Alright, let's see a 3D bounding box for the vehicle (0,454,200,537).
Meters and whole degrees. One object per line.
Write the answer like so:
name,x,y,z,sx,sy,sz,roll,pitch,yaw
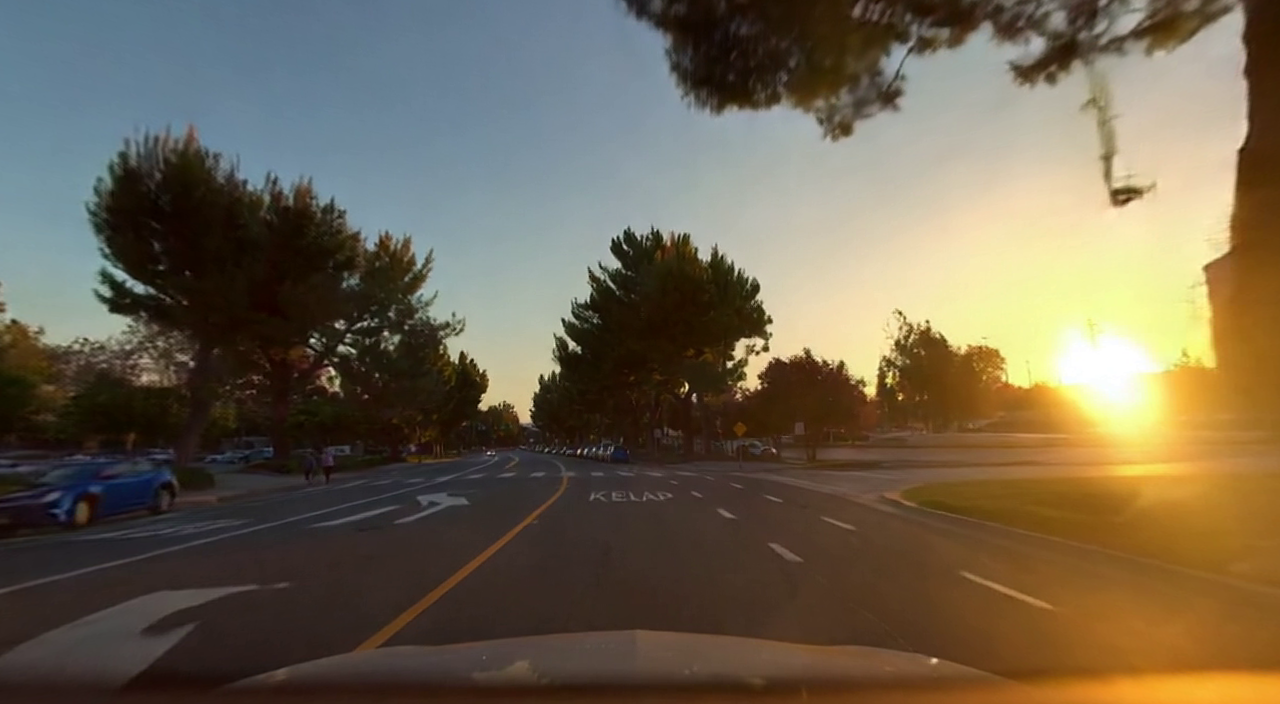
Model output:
vehicle,-13.552,3.455,15.783,2.090,1.680,4.434,-3,-9,-3
